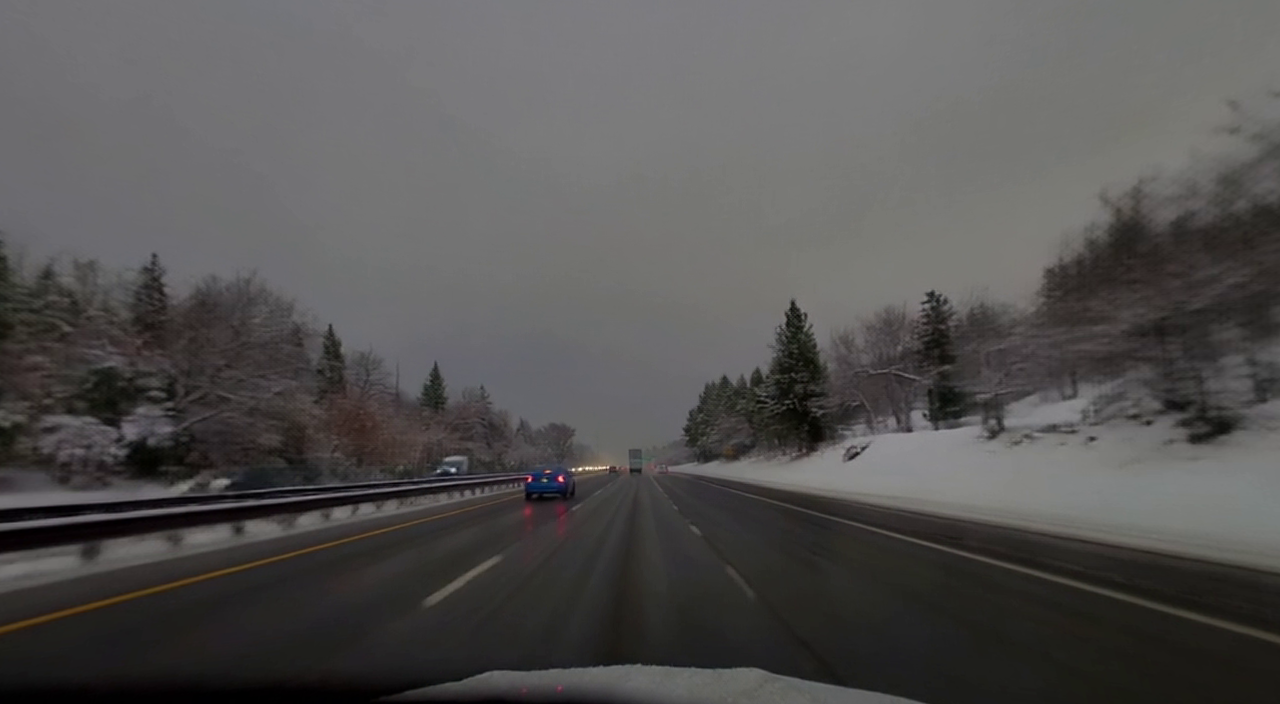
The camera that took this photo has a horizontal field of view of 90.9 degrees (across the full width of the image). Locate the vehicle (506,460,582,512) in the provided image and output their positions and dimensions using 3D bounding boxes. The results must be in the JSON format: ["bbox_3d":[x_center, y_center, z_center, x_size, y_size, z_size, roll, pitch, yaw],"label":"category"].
[{"bbox_3d":[-3.064,4.395,20.961,1.797,1.532,4.072,1,-10,1],"label":"vehicle"}]

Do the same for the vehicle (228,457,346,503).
[{"bbox_3d":[-11.932,4.354,21.621,1.787,1.407,3.831,1,-10,0],"label":"vehicle"}]
